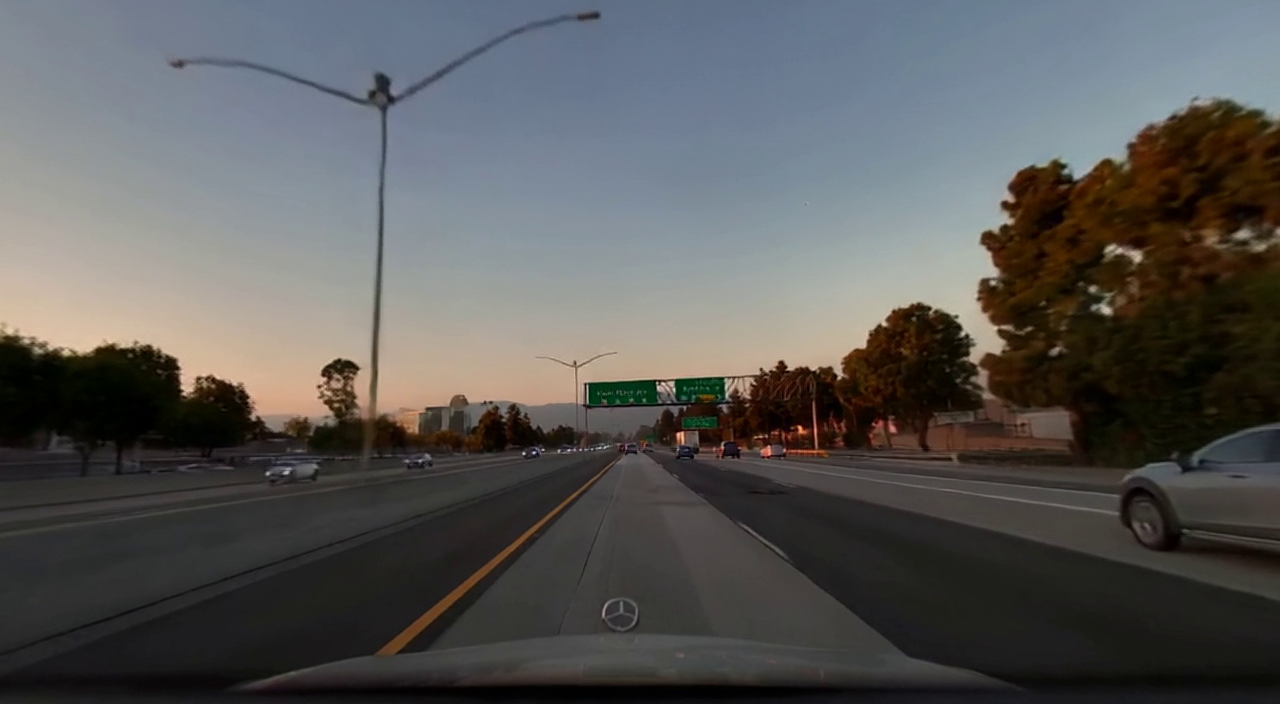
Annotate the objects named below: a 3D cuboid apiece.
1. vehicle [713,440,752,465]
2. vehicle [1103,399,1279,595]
[{"bbox_3d":[6.490,7.076,44.624,2.030,1.706,4.279,0,-9,-1],"label":"vehicle"},{"bbox_3d":[6.533,1.174,4.969,2.052,1.660,4.837,0,-9,-1],"label":"vehicle"}]
